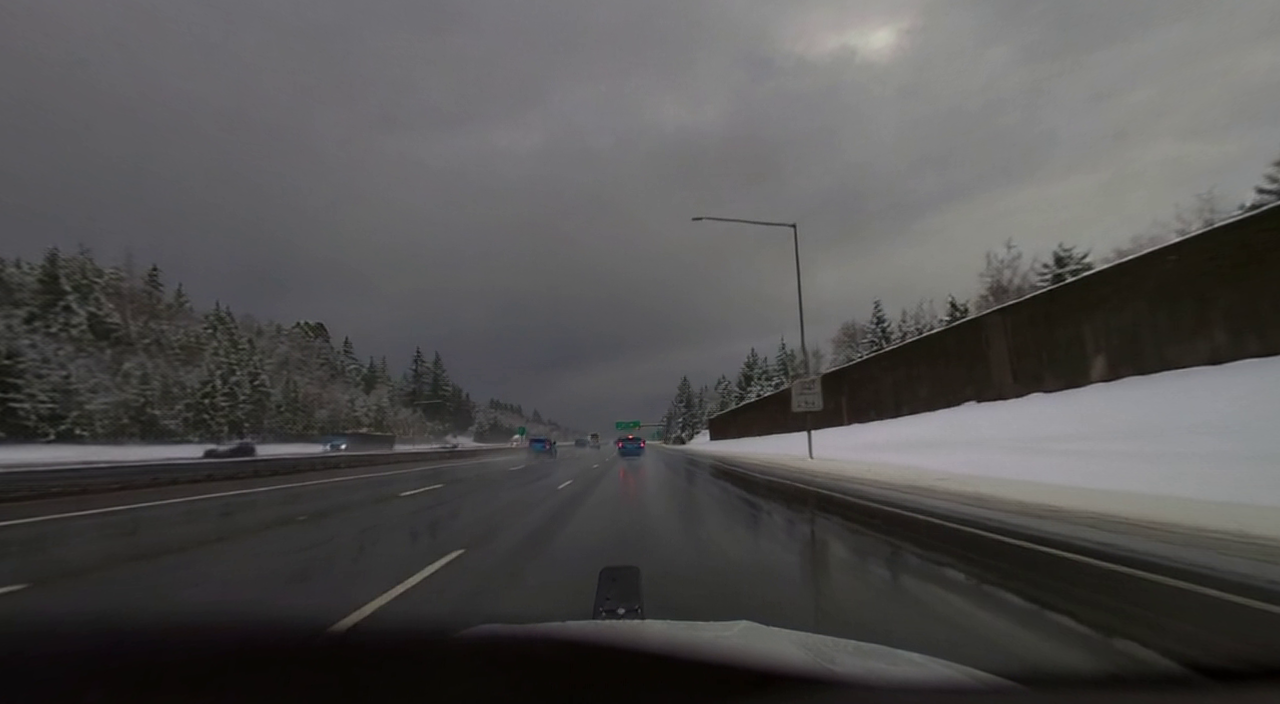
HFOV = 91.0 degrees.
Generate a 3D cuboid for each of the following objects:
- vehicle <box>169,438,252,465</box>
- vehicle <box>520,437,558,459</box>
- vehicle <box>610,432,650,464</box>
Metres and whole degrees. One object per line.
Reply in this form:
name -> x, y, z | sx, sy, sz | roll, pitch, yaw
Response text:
vehicle -> -28.907, 6.704, 42.605 | 2.074, 1.703, 4.952 | 0, -8, 1
vehicle -> -7.516, 7.159, 47.130 | 2.019, 1.523, 4.396 | 0, -8, 1
vehicle -> -0.509, 5.438, 35.769 | 2.141, 1.706, 4.065 | 0, -8, 0
